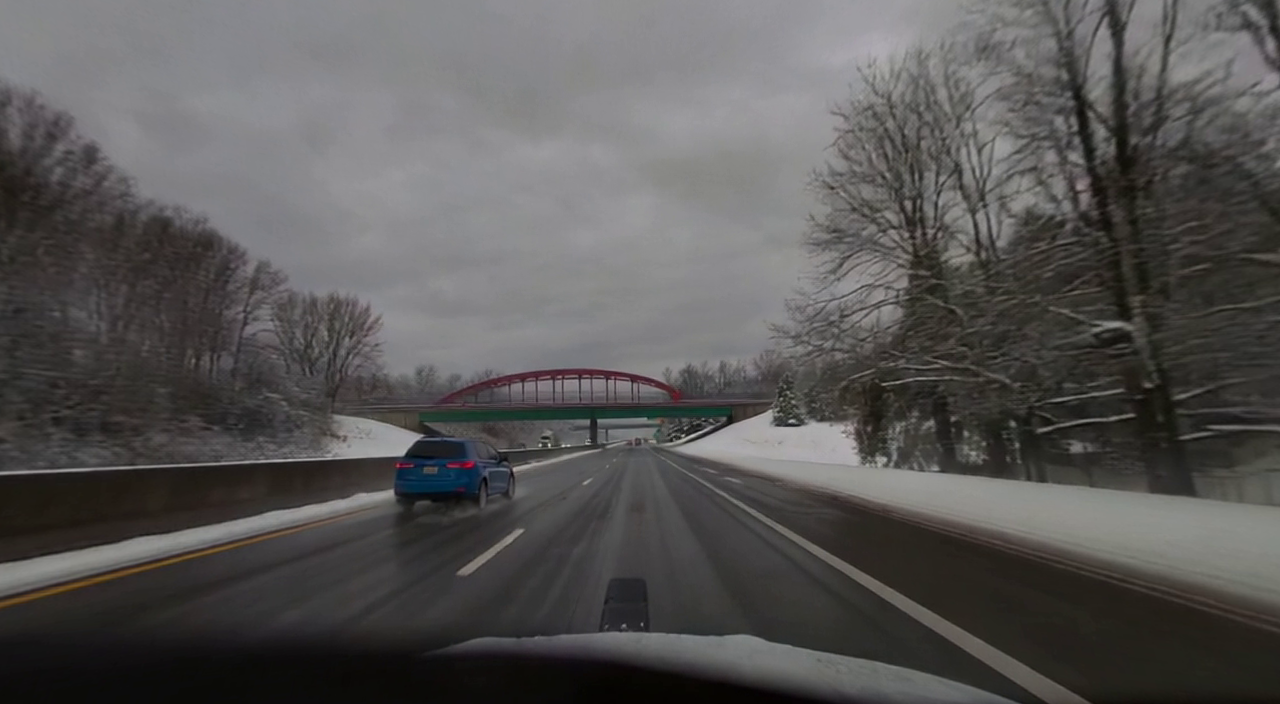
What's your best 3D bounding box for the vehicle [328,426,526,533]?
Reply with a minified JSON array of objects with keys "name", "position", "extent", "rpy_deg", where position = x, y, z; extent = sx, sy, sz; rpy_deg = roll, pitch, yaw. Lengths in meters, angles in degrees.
[{"name":"vehicle","position":[-3.526,2.198,11.452],"extent":[2.052,1.556,4.405],"rpy_deg":[0,-8,0]}]
